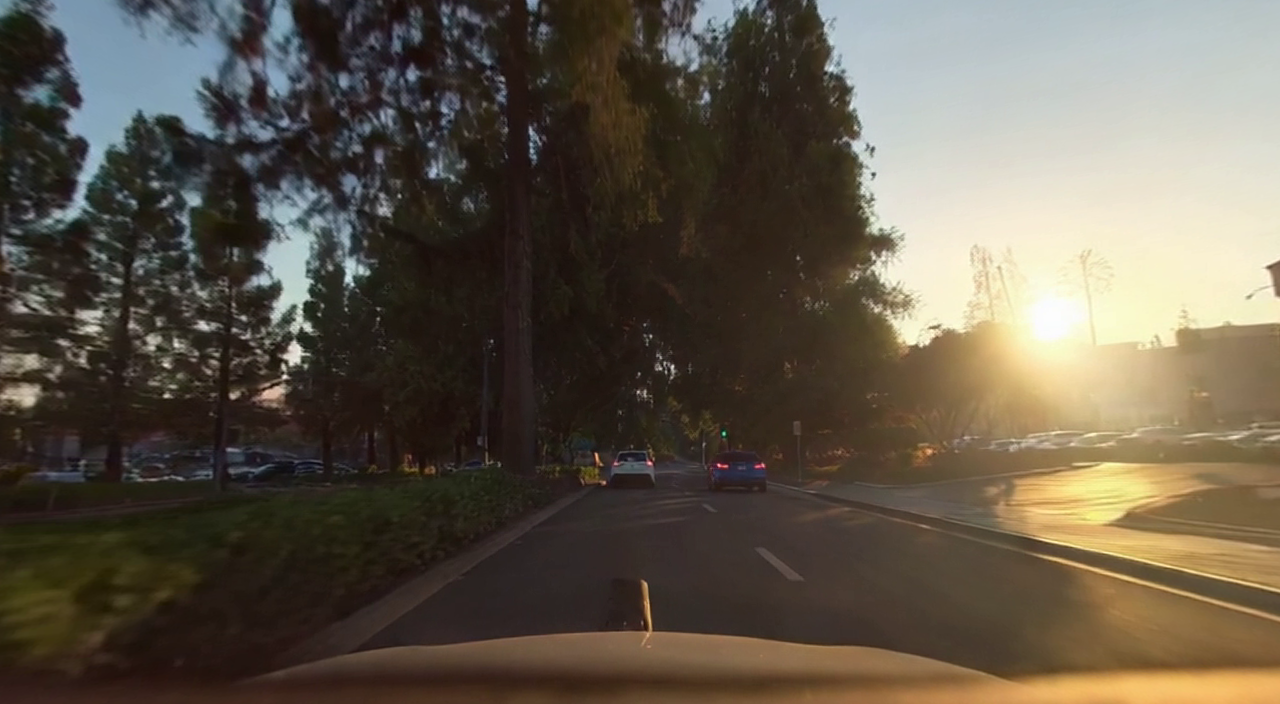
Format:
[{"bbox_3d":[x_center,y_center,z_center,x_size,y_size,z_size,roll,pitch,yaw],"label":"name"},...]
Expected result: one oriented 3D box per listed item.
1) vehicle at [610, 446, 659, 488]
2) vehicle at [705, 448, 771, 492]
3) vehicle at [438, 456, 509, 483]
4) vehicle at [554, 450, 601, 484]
[{"bbox_3d":[-0.224,5.054,28.046,2.022,1.700,4.084,0,-9,0],"label":"vehicle"},{"bbox_3d":[3.739,4.560,24.709,1.847,1.554,4.052,0,-9,-1],"label":"vehicle"},{"bbox_3d":[-11.936,8.388,45.356,4.526,1.832,1.894,-2,-9,12],"label":"vehicle"},{"bbox_3d":[-3.439,6.396,35.422,2.047,1.710,4.314,-1,-9,2],"label":"vehicle"}]
